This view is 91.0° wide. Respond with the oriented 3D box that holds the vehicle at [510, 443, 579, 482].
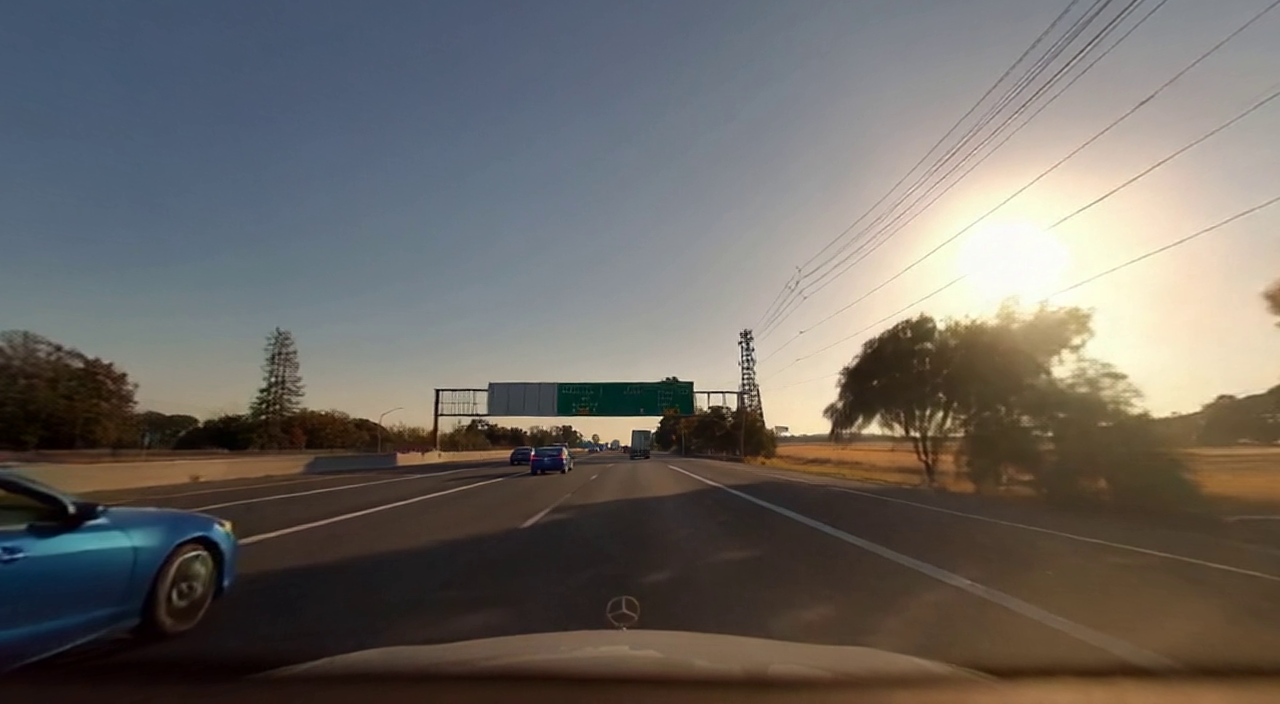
[{"bbox_3d":[-3.882,4.596,26.459,2.104,1.501,4.459,0,-9,1],"label":"vehicle"}]
